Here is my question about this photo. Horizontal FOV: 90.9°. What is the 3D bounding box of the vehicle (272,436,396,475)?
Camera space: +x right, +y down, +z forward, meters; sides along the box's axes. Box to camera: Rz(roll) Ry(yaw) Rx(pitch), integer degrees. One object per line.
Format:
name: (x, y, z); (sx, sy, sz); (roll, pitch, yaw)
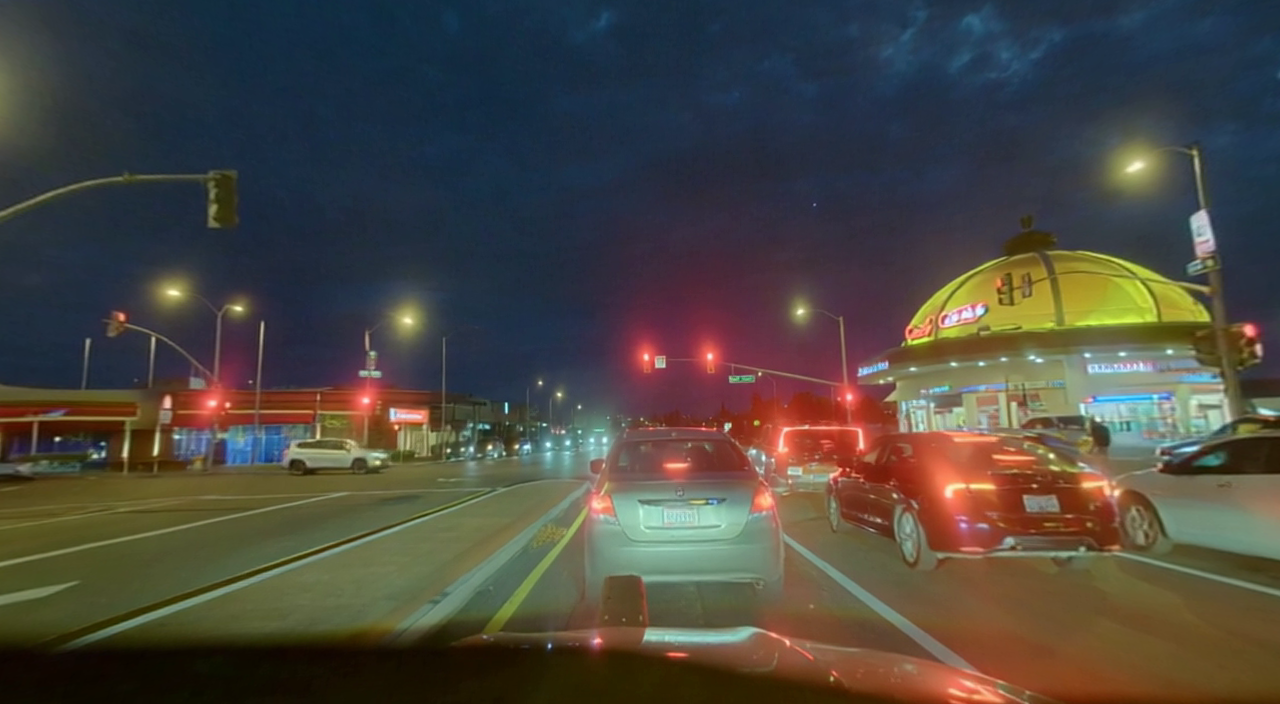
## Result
vehicle: (-14.120, 4.820, 29.446); (4.833, 1.701, 2.077); (2, -9, -15)

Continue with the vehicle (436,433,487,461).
vehicle: (-12.117, 6.478, 43.122); (2.122, 1.829, 4.559); (0, -8, 0)

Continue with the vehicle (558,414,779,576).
vehicle: (0.224, 1.626, 7.920); (2.073, 1.496, 3.892); (0, -8, -1)

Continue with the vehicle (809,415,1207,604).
vehicle: (3.524, 1.574, 7.295); (1.883, 1.480, 4.489); (0, -8, 0)

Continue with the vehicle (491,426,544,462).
vehicle: (-8.774, 6.601, 45.764); (2.710, 2.022, 5.889); (-2, -4, 0)
